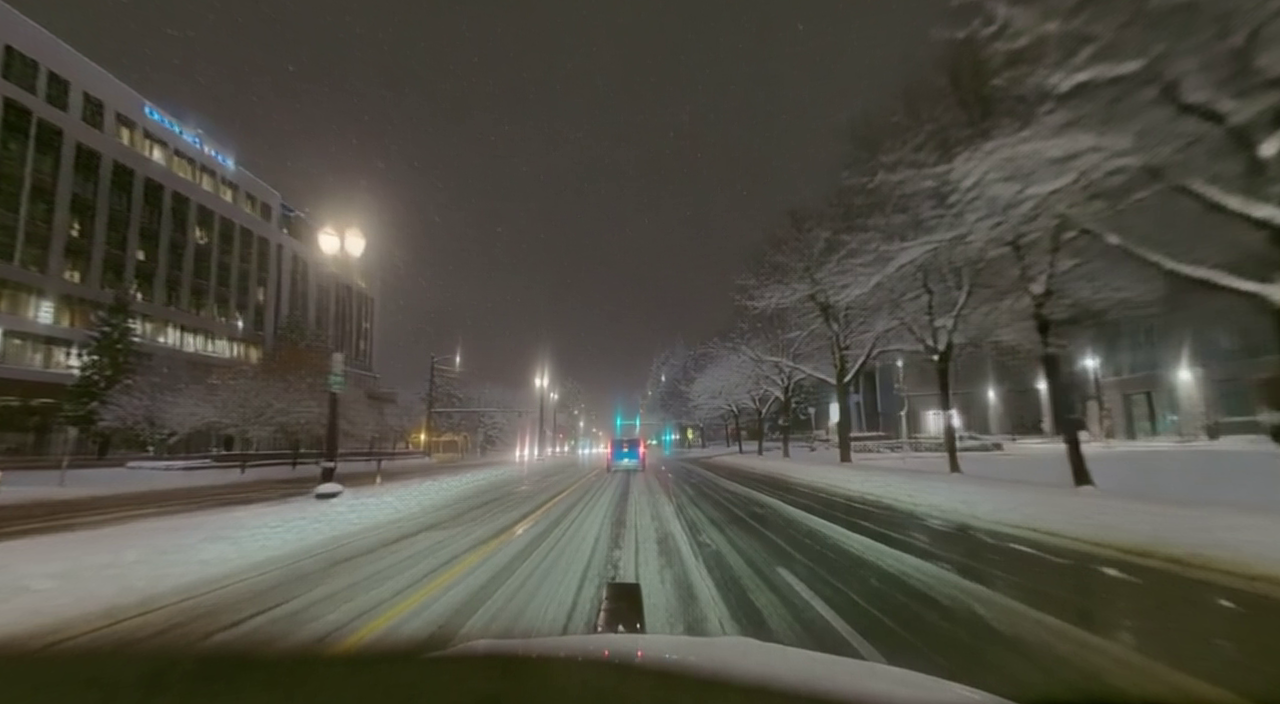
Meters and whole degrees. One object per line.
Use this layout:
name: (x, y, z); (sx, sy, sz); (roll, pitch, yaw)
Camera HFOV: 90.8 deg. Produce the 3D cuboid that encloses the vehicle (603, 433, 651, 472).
vehicle: (-0.637, 5.213, 32.881); (2.313, 1.860, 4.319); (0, -9, -1)
